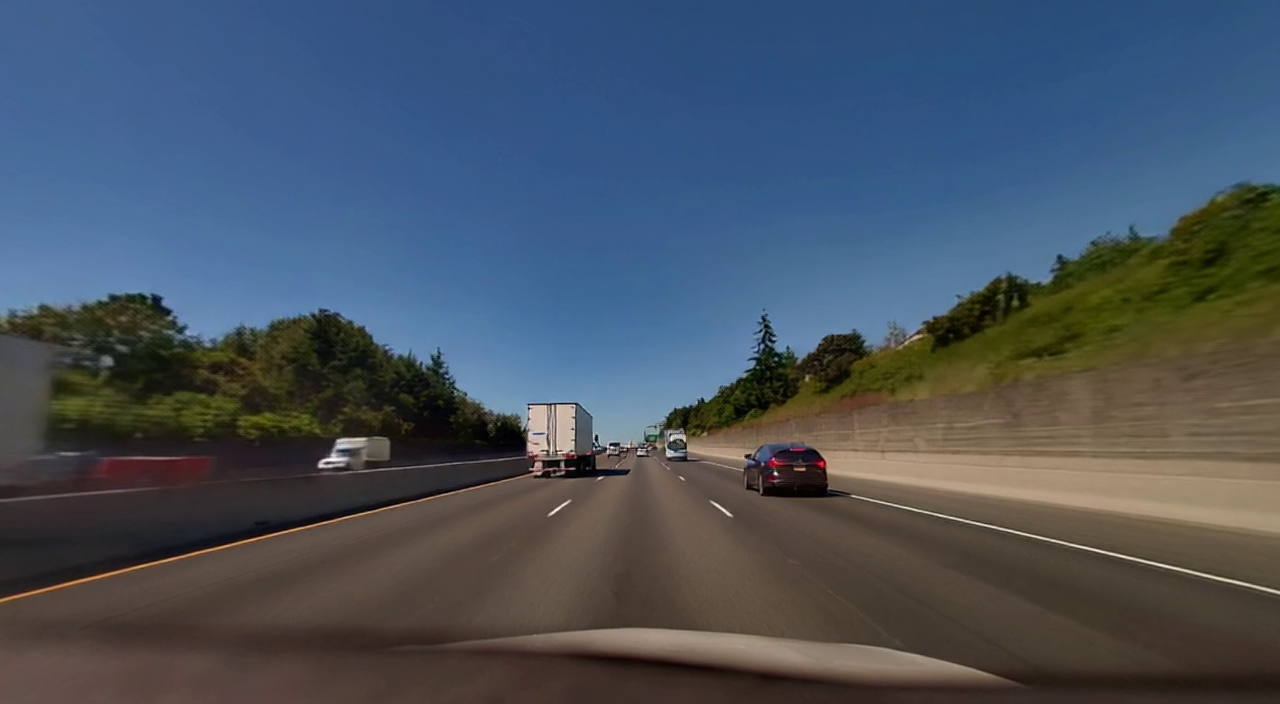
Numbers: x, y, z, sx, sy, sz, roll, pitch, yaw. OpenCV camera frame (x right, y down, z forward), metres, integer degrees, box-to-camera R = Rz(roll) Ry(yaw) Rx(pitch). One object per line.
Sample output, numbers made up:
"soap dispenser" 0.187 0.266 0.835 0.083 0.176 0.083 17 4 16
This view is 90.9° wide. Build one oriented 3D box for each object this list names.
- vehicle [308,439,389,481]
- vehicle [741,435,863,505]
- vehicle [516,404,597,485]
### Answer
"vehicle" -19.029 7.098 41.591 2.396 2.527 6.056 0 -9 0
"vehicle" 3.973 2.983 16.259 1.983 1.545 4.038 0 -9 -1
"vehicle" -3.569 4.200 28.564 2.667 3.195 6.731 0 -9 1
